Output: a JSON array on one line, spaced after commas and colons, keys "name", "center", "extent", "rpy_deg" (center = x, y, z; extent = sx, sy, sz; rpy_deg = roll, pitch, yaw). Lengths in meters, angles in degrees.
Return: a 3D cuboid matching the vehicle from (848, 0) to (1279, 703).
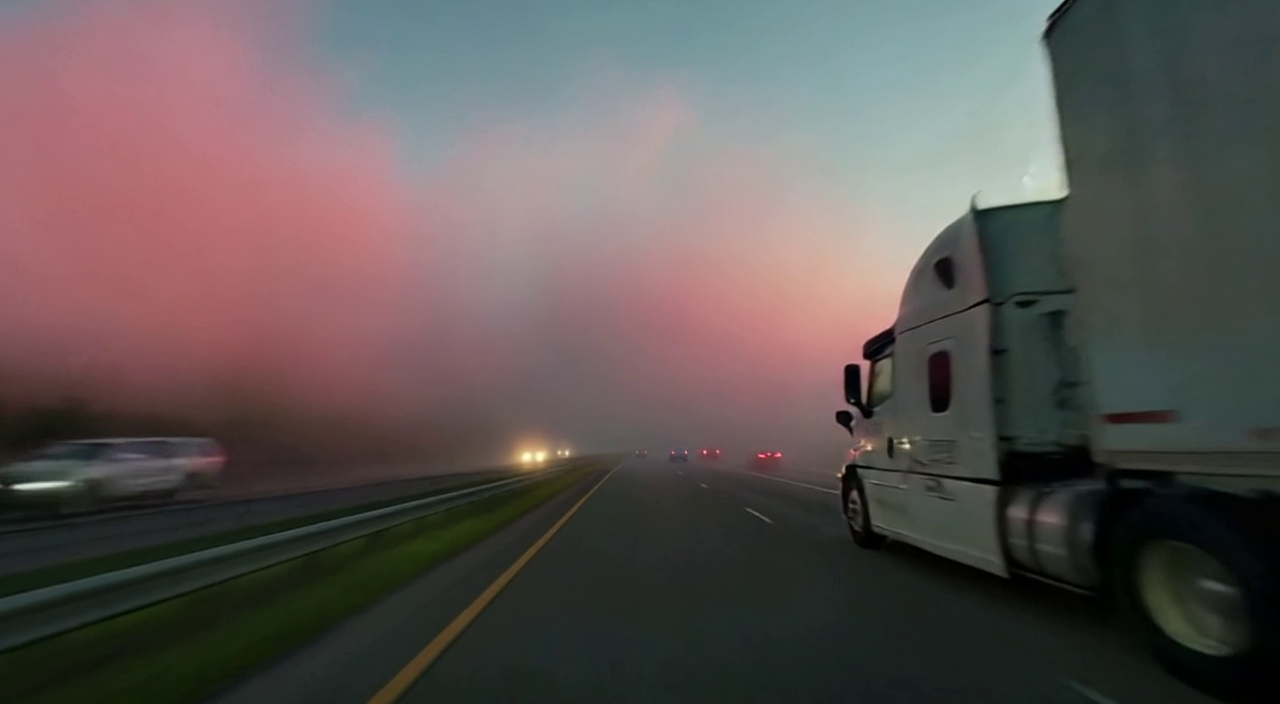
[{"name": "vehicle", "center": [4.004, -0.293, 1.858], "extent": [3.015, 3.877, 10.370], "rpy_deg": [0, -9, -1]}]
